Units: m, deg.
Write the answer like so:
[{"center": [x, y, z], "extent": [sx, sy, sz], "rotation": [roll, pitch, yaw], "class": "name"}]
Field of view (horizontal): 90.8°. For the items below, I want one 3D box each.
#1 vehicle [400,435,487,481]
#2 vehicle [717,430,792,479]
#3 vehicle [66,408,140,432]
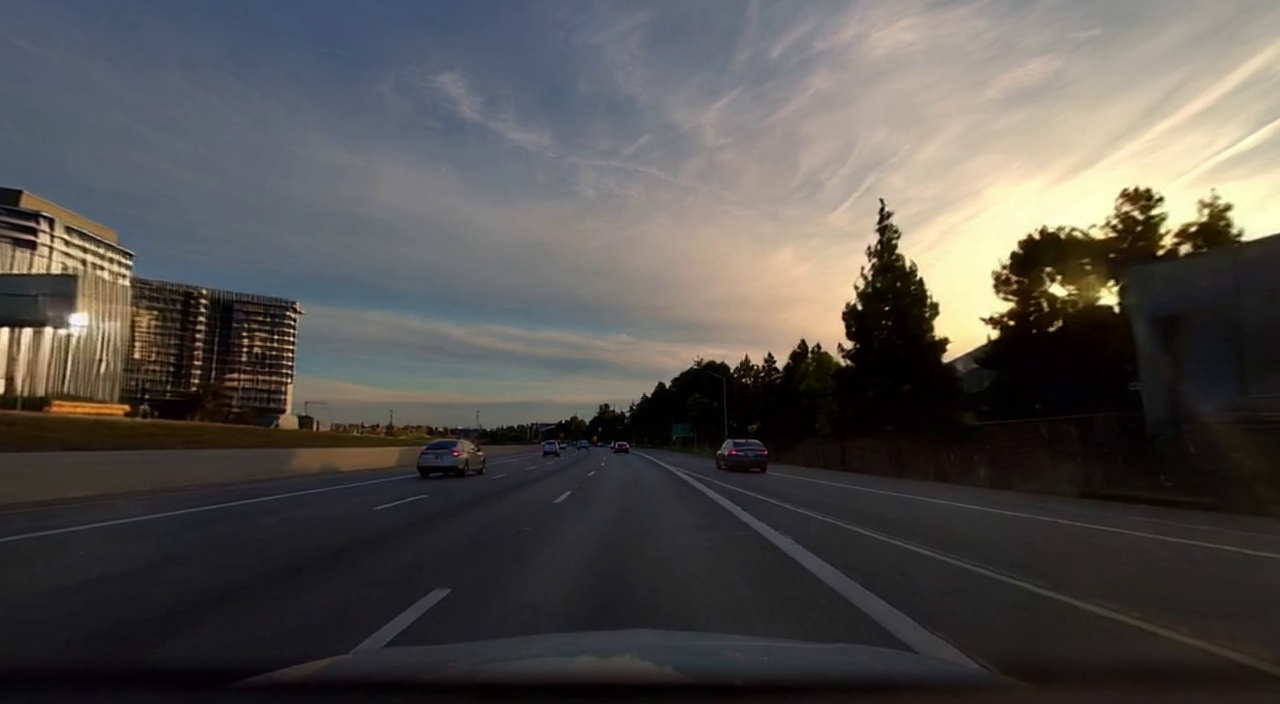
[{"center": [-7.785, 4.246, 25.613], "extent": [2.030, 1.672, 4.913], "rotation": [0, -9, -1], "class": "vehicle"}, {"center": [4.509, 4.109, 25.577], "extent": [2.023, 1.782, 4.193], "rotation": [0, -9, -4], "class": "vehicle"}, {"center": [-34.167, 4.376, 40.330], "extent": [1.562, 1.414, 3.560], "rotation": [0, -9, -1], "class": "vehicle"}]
